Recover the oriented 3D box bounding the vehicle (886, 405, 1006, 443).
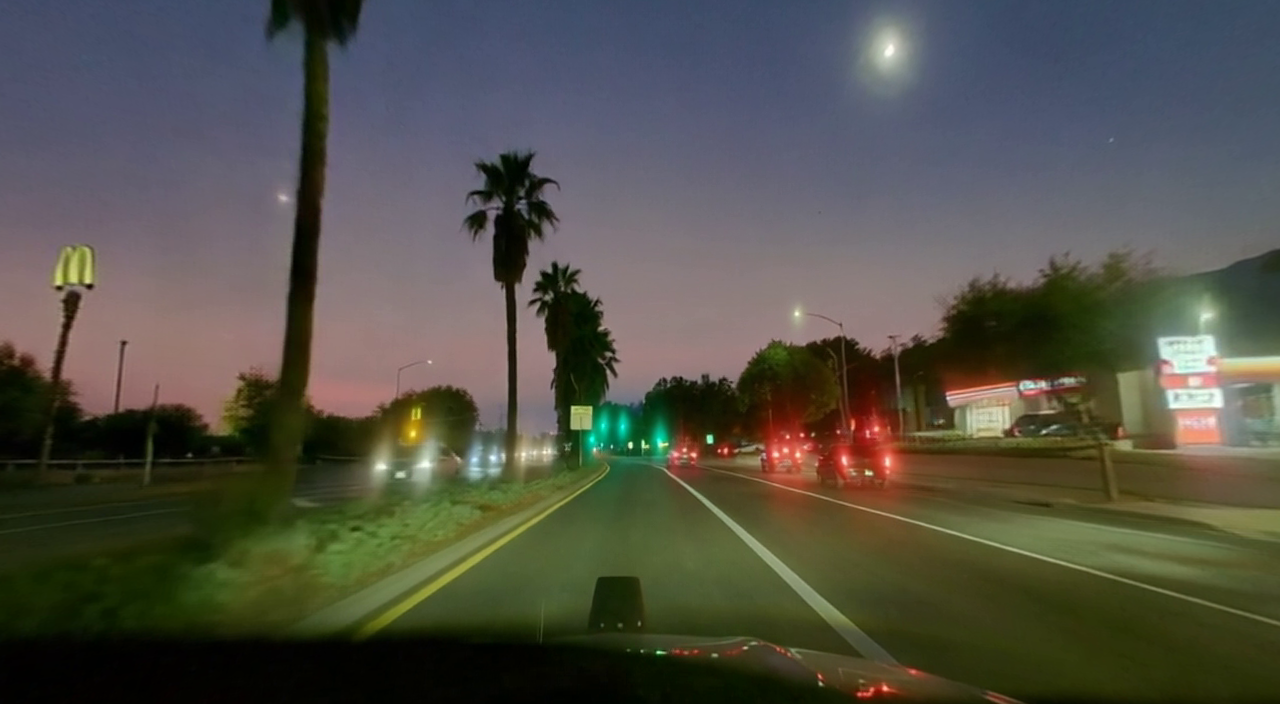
[{"bbox_3d":[18.003,4.304,37.282,5.817,1.906,2.230,-1,-12,0],"label":"vehicle"}]

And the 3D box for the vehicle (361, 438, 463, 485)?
[{"bbox_3d":[-9.210,4.452,26.044,2.361,1.733,5.099,0,-8,-1],"label":"vehicle"}]

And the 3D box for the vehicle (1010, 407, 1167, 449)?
[{"bbox_3d":[18.417,3.174,26.118,4.649,1.662,2.349,0,-8,1],"label":"vehicle"}]
